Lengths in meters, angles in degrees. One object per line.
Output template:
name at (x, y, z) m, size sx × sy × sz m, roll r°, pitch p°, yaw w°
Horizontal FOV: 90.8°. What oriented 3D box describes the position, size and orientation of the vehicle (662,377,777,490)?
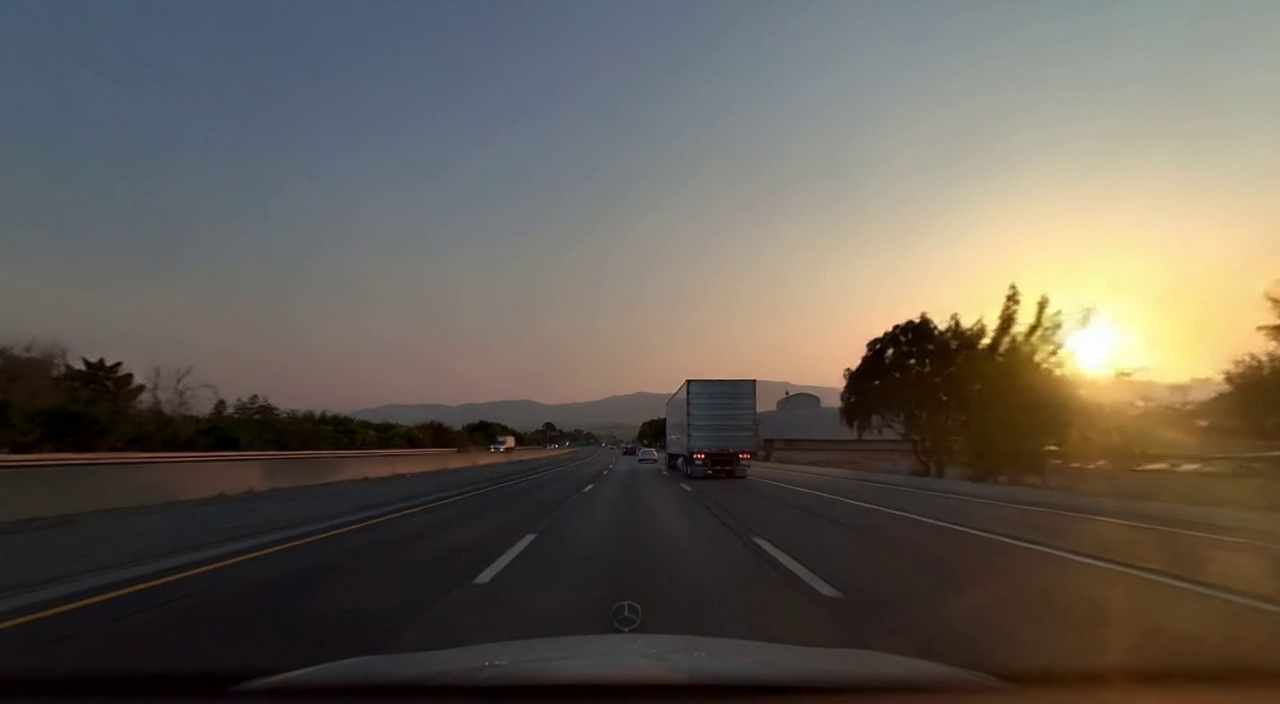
vehicle at (3.209, 4.245, 31.481) m, size 3.462 × 4.177 × 16.311 m, roll 0°, pitch -9°, yaw 0°
